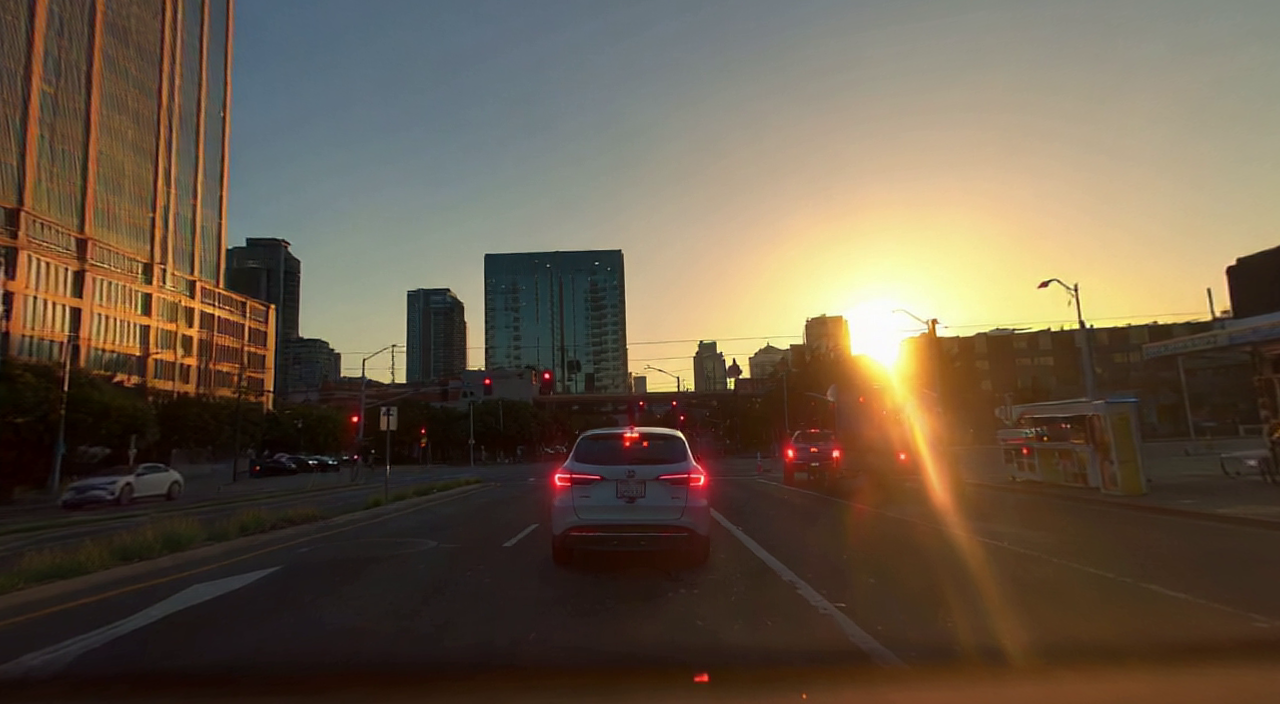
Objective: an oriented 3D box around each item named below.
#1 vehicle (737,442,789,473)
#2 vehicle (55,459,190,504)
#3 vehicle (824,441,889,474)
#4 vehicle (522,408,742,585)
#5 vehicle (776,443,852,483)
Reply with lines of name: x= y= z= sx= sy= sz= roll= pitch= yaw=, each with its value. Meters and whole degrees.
vehicle: x=6.270 y=5.455 z=32.642 sx=1.961 sy=1.477 sz=4.454 roll=0 pitch=-9 yaw=2
vehicle: x=-19.659 y=4.894 z=24.207 sx=1.969 sy=1.458 sz=4.300 roll=1 pitch=-9 yaw=-9
vehicle: x=11.383 y=5.555 z=33.369 sx=2.081 sy=1.651 sz=4.432 roll=-1 pitch=-9 yaw=3
vehicle: x=-0.059 y=1.694 z=8.125 sx=2.115 sy=1.700 sz=3.901 roll=0 pitch=-8 yaw=1
vehicle: x=6.858 y=4.380 z=25.249 sx=1.833 sy=1.452 sz=4.237 roll=0 pitch=-9 yaw=0
